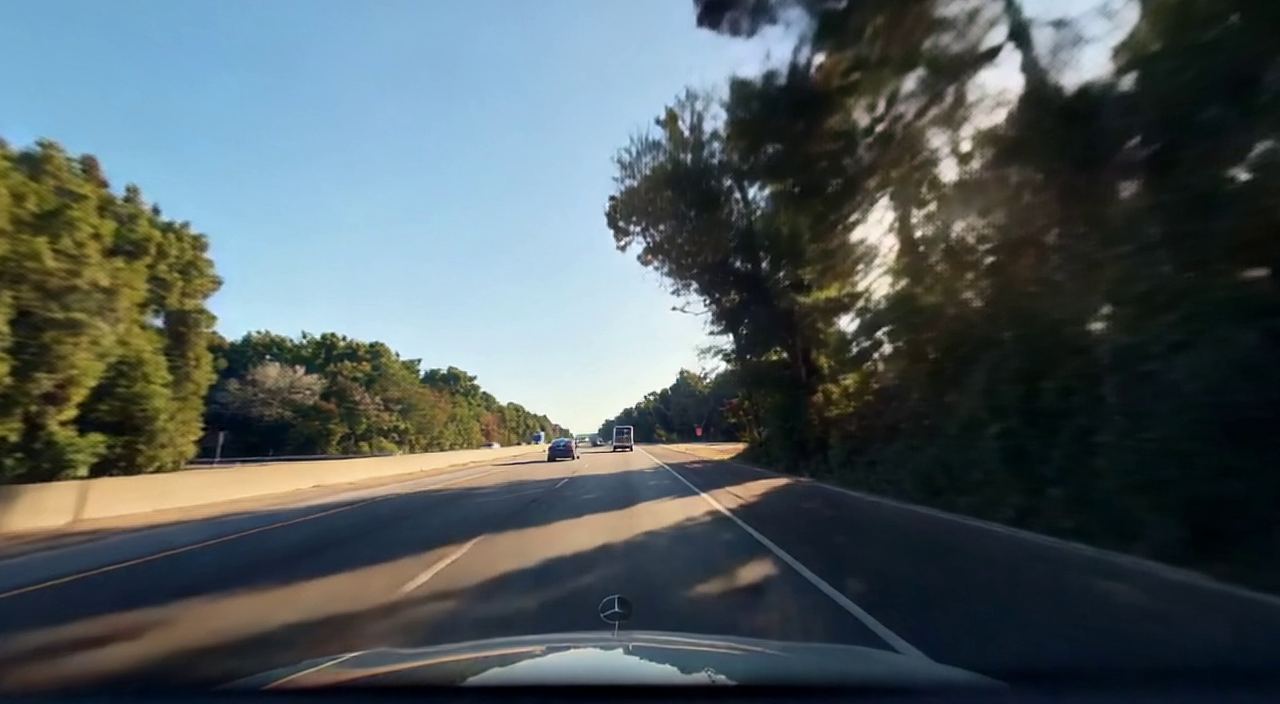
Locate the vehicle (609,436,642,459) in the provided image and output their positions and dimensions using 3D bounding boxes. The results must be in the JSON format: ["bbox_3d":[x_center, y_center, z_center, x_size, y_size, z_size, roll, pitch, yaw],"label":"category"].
[{"bbox_3d":[-0.973,6.537,43.362,2.162,1.460,4.242,0,-8,-1],"label":"vehicle"}]

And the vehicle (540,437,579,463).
[{"bbox_3d":[-4.729,5.800,37.685,1.907,1.445,4.049,0,-8,-1],"label":"vehicle"}]
